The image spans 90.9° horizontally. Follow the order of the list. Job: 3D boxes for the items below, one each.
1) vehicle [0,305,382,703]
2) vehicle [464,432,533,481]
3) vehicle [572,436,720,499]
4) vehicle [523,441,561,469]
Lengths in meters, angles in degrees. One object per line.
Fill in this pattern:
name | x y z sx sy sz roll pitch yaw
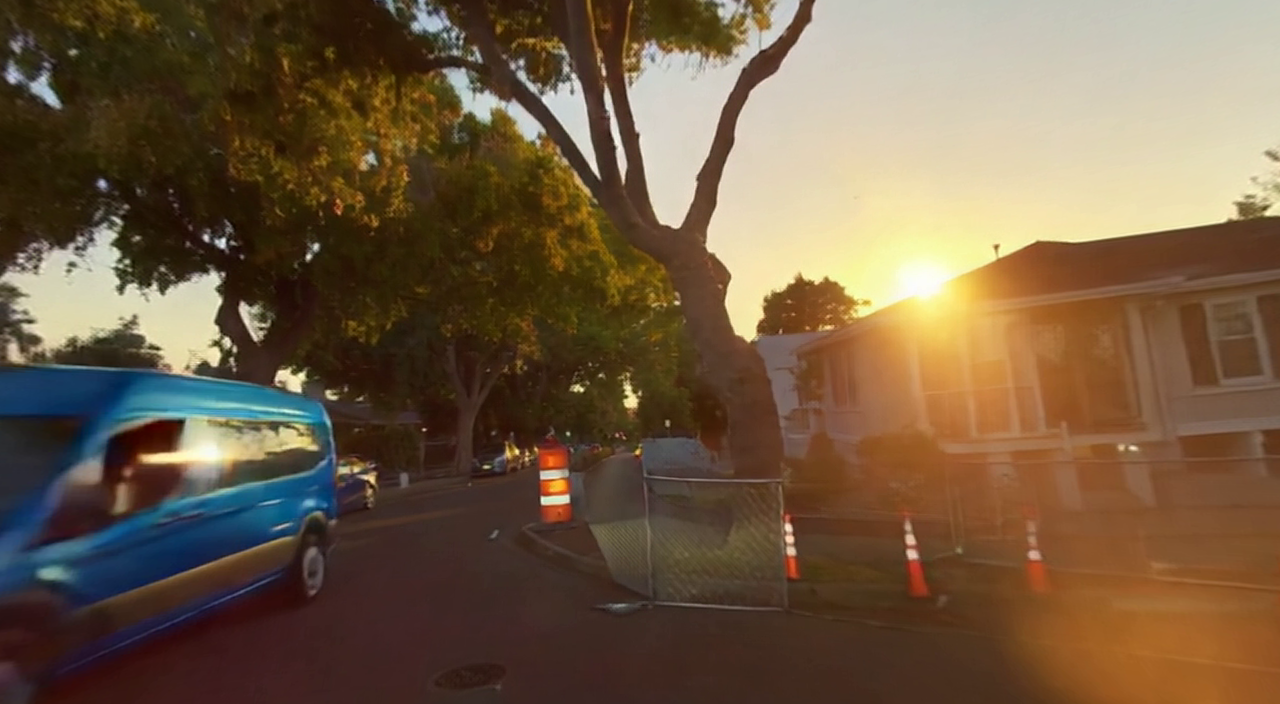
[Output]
vehicle | -3.792 1.044 4.265 2.219 1.984 4.712 0 -8 -2
vehicle | -6.655 4.905 30.181 2.042 1.937 4.960 3 -6 1
vehicle | 0.269 3.004 16.971 1.827 1.436 4.070 -7 -10 39
vehicle | -6.328 6.674 40.991 1.765 1.493 4.130 2 -6 0
